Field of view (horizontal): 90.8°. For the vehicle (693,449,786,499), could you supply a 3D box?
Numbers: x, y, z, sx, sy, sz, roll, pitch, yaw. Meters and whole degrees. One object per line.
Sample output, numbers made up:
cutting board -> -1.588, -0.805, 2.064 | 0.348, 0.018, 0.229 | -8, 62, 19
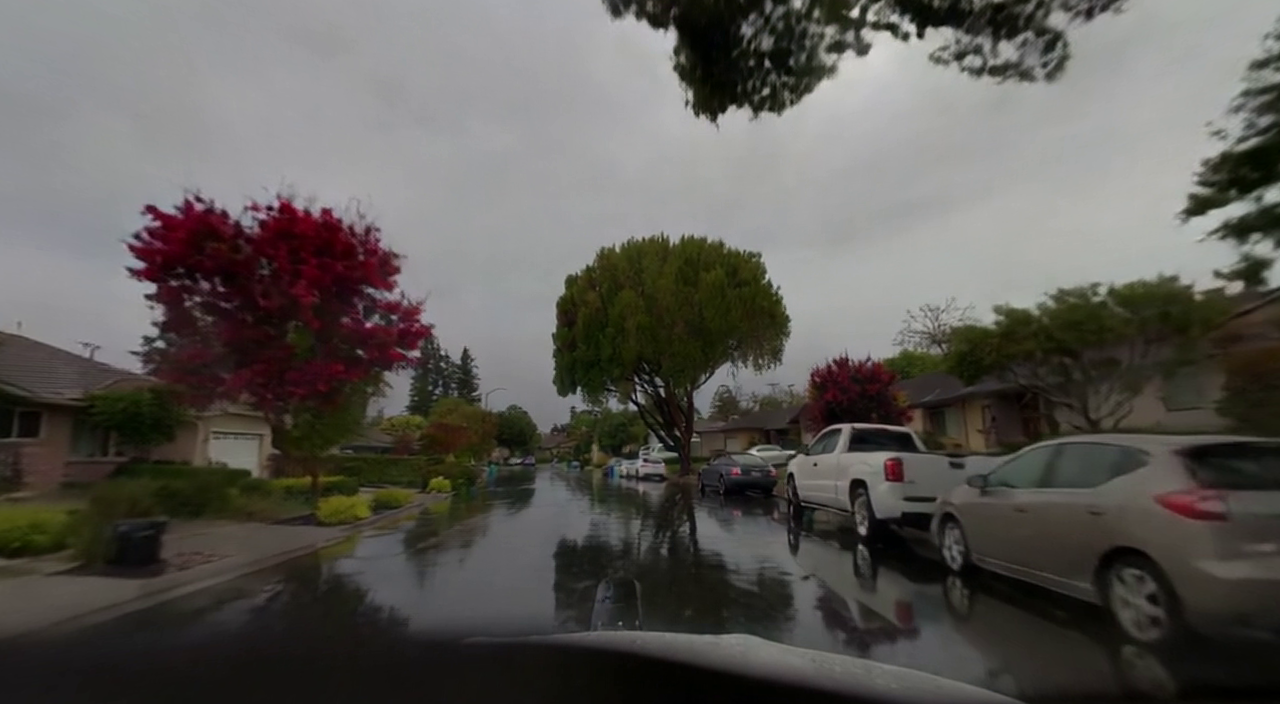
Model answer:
vehicle -> 3.838, 4.836, 25.533 | 2.111, 1.771, 4.942 | 2, -9, -11

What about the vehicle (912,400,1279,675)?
vehicle -> 5.228, 1.647, 6.616 | 2.690, 1.819, 4.532 | 3, -9, -1

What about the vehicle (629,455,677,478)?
vehicle -> 0.851, 8.132, 45.051 | 2.193, 1.504, 4.576 | 2, -9, -16
